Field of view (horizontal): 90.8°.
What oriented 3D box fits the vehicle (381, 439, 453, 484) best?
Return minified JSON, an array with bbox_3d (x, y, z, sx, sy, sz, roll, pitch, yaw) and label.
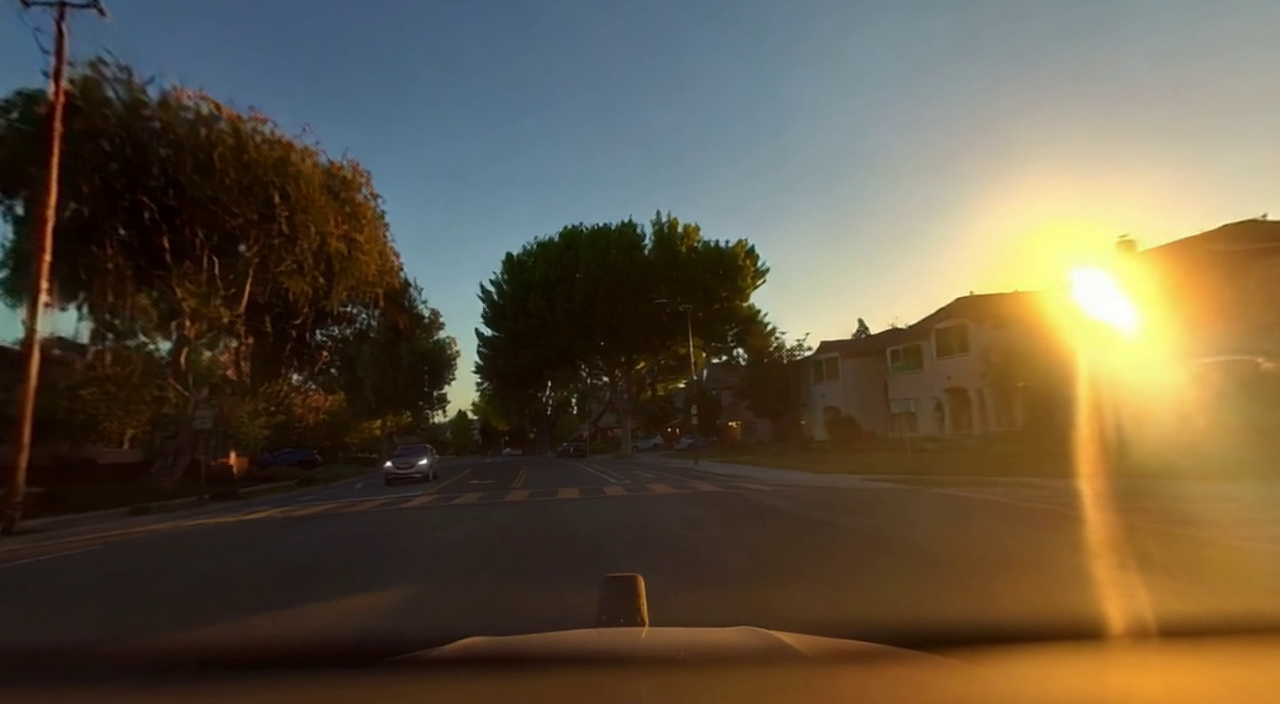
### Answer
[{"bbox_3d":[-9.950,4.902,28.584,2.247,1.801,4.672,1,-9,-9],"label":"vehicle"}]
